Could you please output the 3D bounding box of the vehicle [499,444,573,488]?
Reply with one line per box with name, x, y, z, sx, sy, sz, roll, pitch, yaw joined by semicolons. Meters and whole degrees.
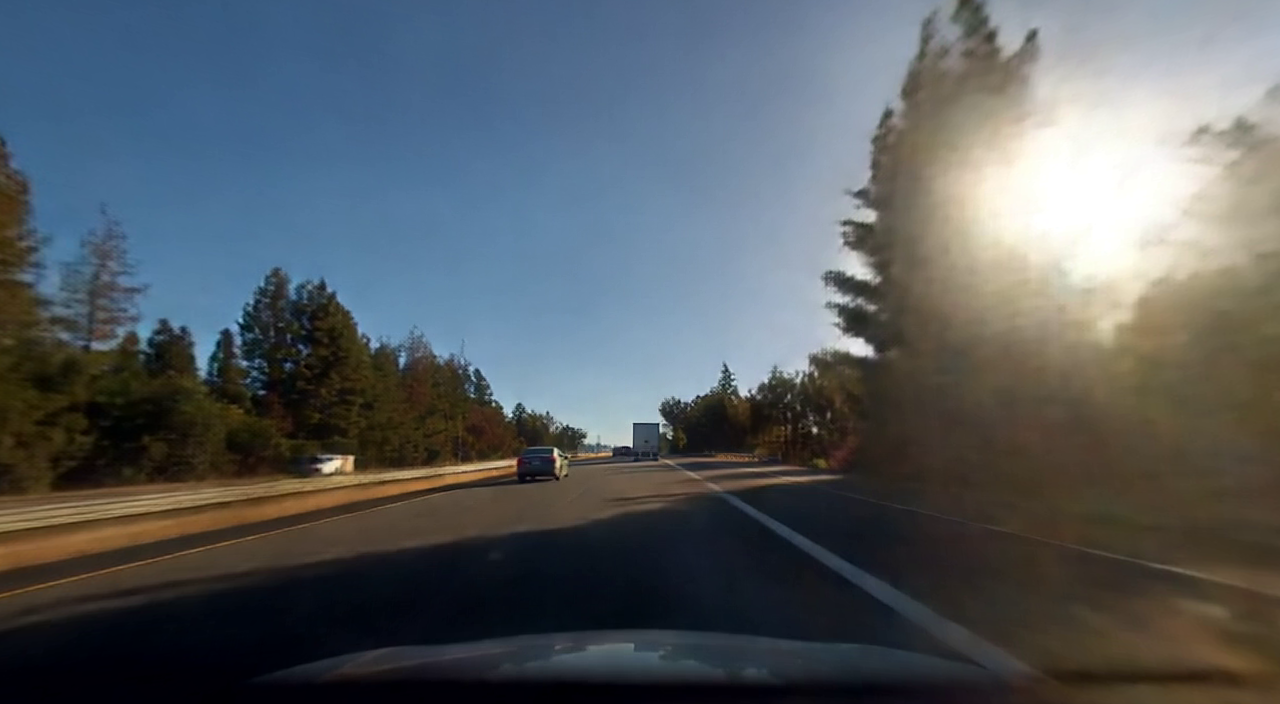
vehicle;-3.960;4.453;24.964;1.999;1.533;4.870;-1;-9;1
